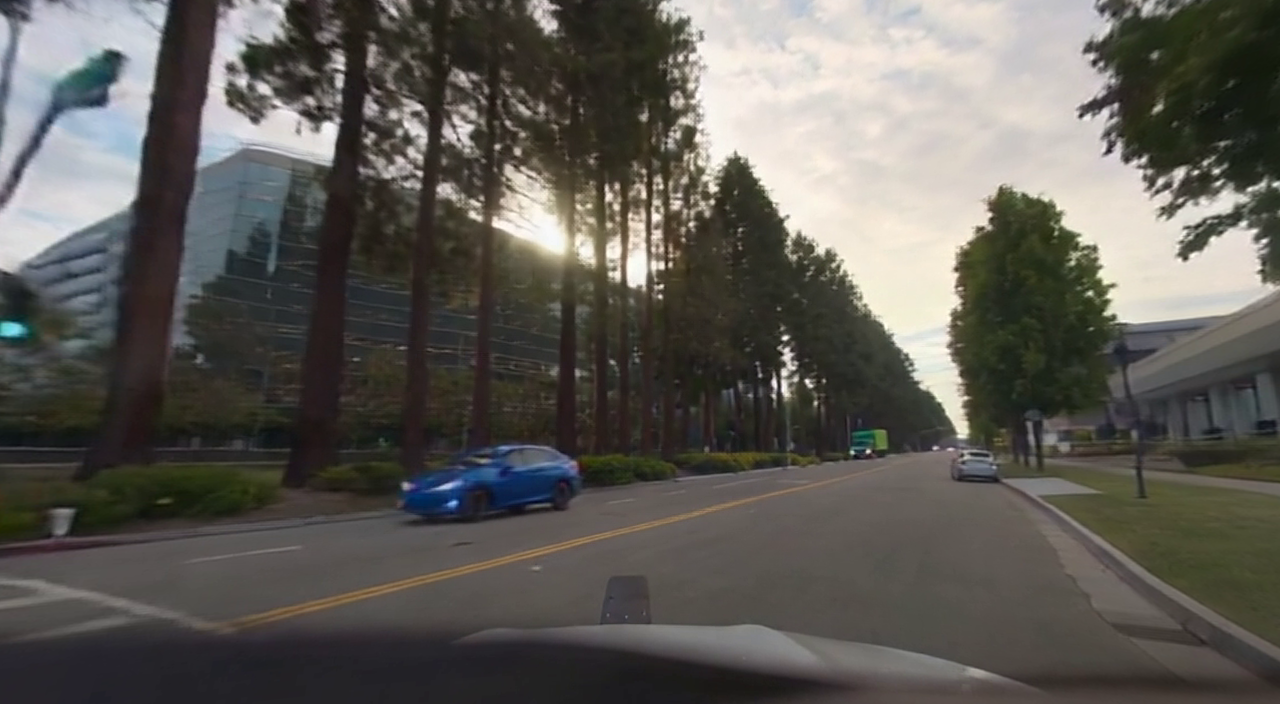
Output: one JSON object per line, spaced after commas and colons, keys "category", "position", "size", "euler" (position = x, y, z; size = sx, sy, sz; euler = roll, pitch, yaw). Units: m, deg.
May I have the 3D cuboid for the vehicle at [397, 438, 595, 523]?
{"category": "vehicle", "position": [-3.218, 2.997, 15.240], "size": [2.145, 1.687, 4.662], "euler": [-4, -10, 26]}

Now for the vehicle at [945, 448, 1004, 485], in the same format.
{"category": "vehicle", "position": [15.198, 5.200, 28.875], "size": [2.098, 1.509, 4.389], "euler": [-4, -10, 25]}
